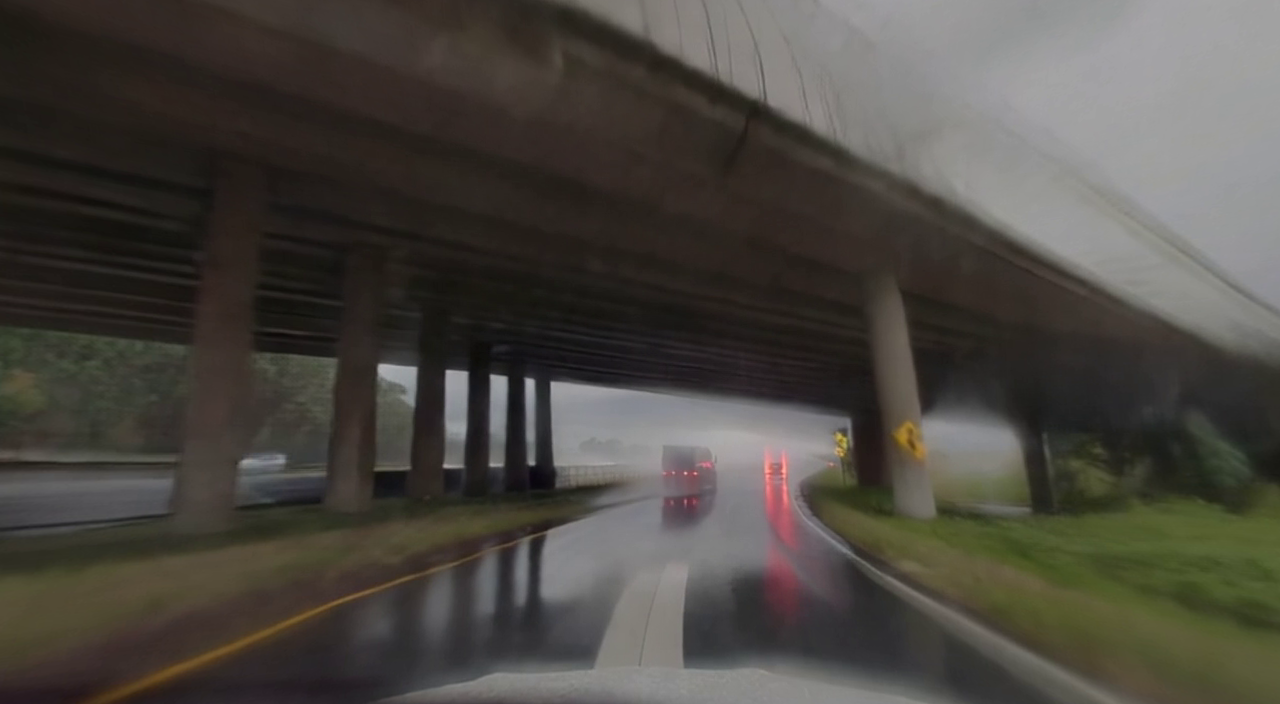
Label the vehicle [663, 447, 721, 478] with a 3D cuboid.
[{"bbox_3d":[2.738,5.633,32.342,1.940,1.444,4.024,-3,-9,19],"label":"vehicle"}]
